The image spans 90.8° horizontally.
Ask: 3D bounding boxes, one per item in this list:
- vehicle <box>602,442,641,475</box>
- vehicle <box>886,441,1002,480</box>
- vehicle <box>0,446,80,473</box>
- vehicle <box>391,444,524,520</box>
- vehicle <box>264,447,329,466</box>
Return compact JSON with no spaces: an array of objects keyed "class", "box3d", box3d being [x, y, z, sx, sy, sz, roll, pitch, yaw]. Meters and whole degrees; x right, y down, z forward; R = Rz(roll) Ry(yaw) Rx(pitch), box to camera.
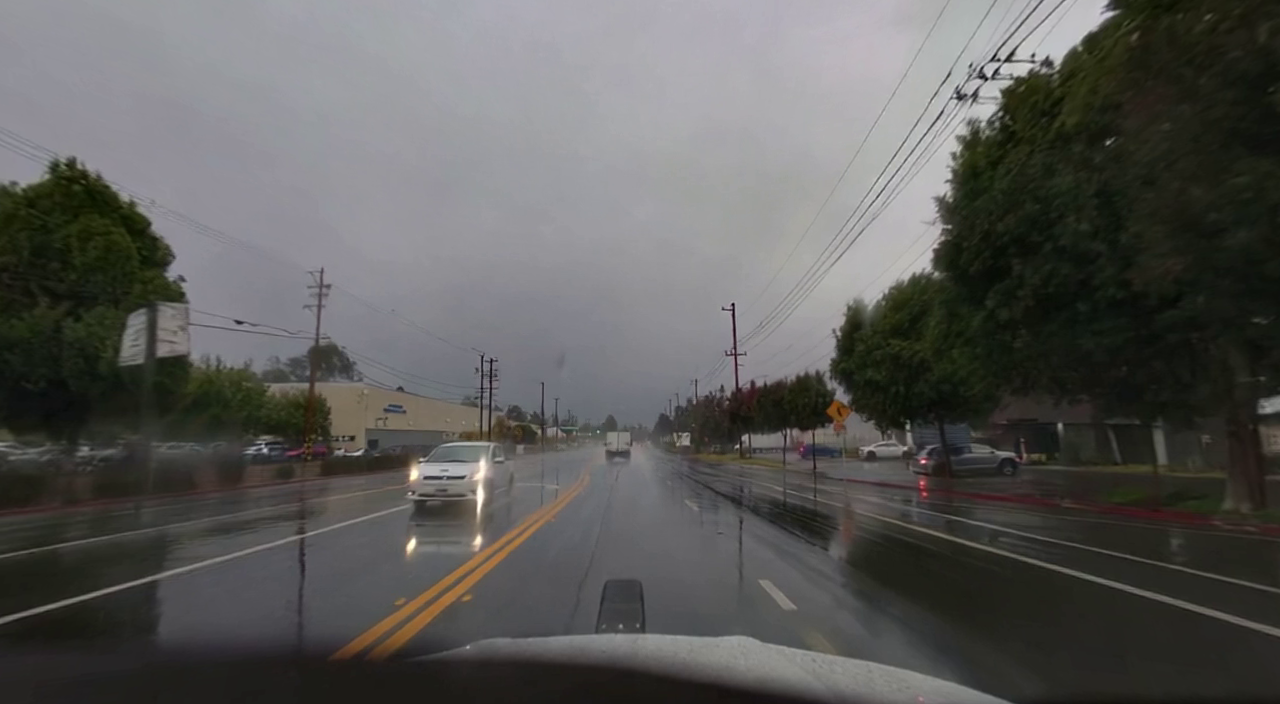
[{"class":"vehicle","box3d":[-0.967,5.507,32.986,1.937,1.588,3.746,0,-8,-1]},{"class":"vehicle","box3d":[17.264,6.168,36.302,2.423,2.005,5.671,3,-9,-23]},{"class":"vehicle","box3d":[-40.132,7.051,41.589,4.565,1.737,1.983,0,-8,1]},{"class":"vehicle","box3d":[-3.909,2.817,14.322,1.863,1.435,4.204,0,-8,-1]},{"class":"vehicle","box3d":[-26.946,8.212,49.672,3.983,1.472,1.898,0,-8,-1]}]
